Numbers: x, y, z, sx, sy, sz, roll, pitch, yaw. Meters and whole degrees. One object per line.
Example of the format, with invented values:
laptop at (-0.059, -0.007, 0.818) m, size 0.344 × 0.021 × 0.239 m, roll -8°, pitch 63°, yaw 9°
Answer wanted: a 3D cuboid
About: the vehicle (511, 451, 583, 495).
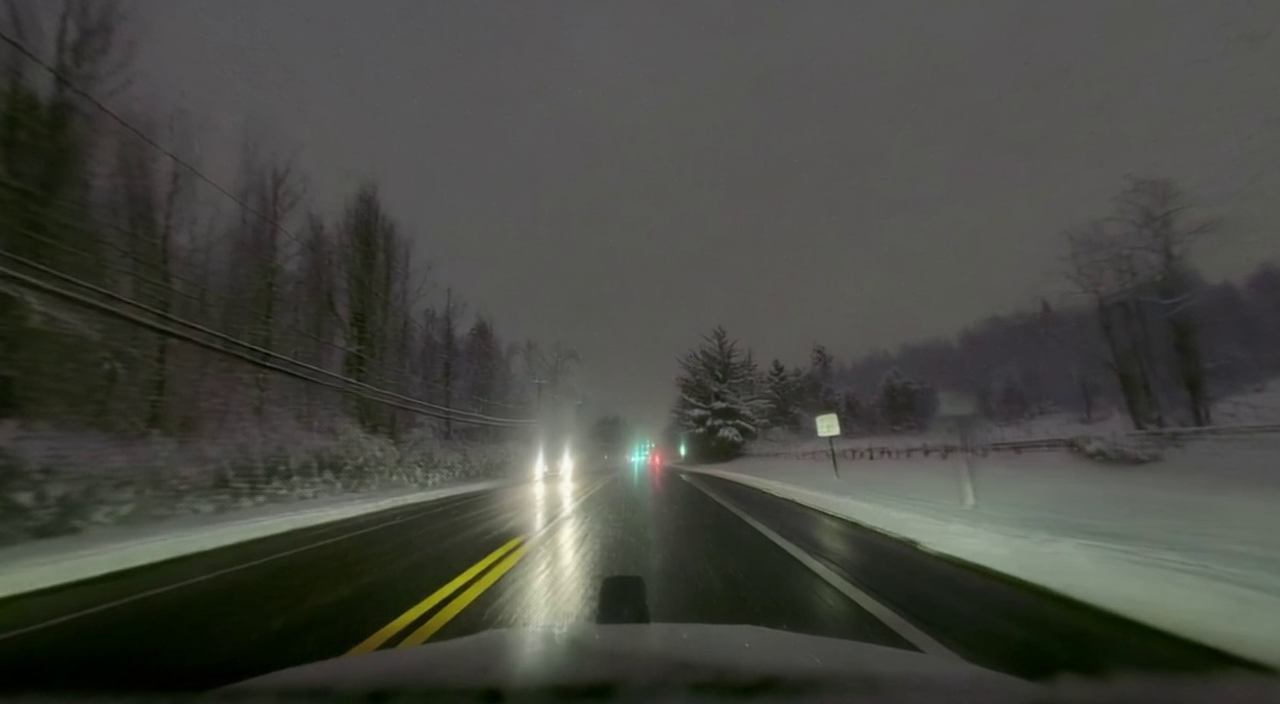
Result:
vehicle at (-3.471, 4.607, 24.411) m, size 1.937 × 1.473 × 4.570 m, roll 0°, pitch -8°, yaw 2°
